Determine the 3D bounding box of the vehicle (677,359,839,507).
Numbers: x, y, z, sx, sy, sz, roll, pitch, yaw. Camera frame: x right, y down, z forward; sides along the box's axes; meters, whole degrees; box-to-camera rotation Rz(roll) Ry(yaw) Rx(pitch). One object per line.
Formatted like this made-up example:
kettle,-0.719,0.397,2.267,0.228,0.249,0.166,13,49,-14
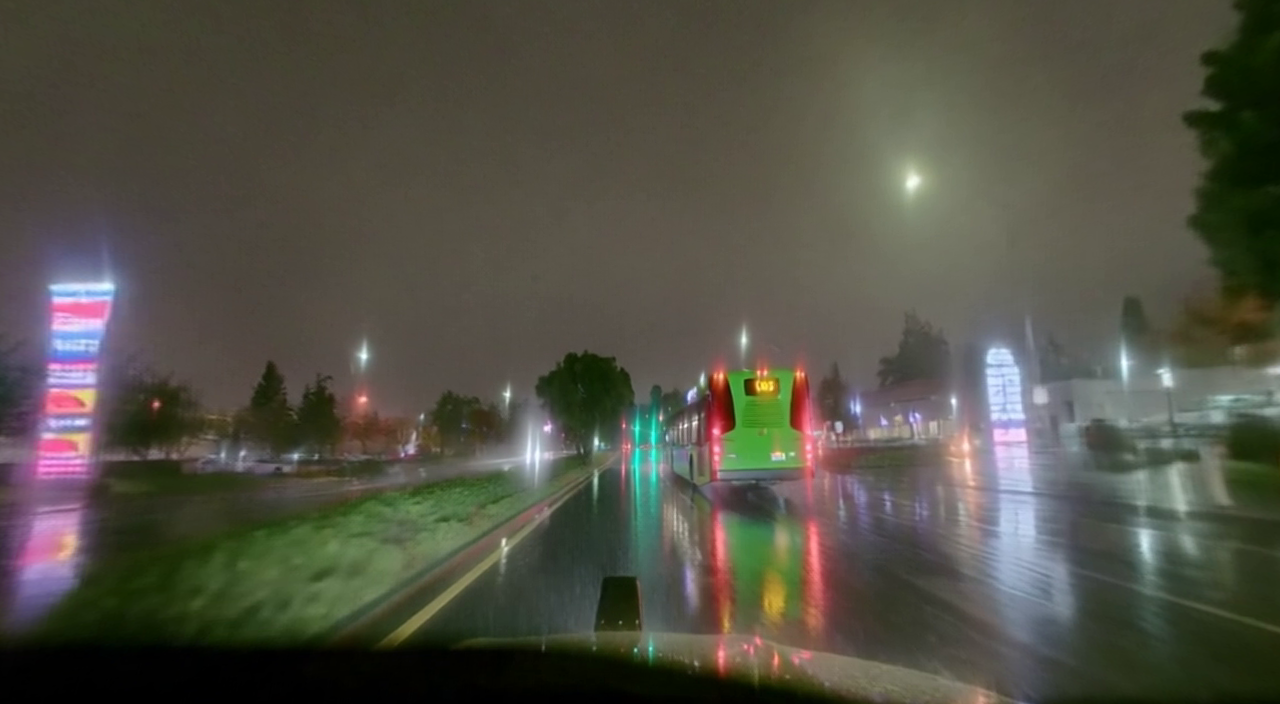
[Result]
vehicle,2.907,2.478,18.808,2.766,3.306,9.281,0,-8,-2
